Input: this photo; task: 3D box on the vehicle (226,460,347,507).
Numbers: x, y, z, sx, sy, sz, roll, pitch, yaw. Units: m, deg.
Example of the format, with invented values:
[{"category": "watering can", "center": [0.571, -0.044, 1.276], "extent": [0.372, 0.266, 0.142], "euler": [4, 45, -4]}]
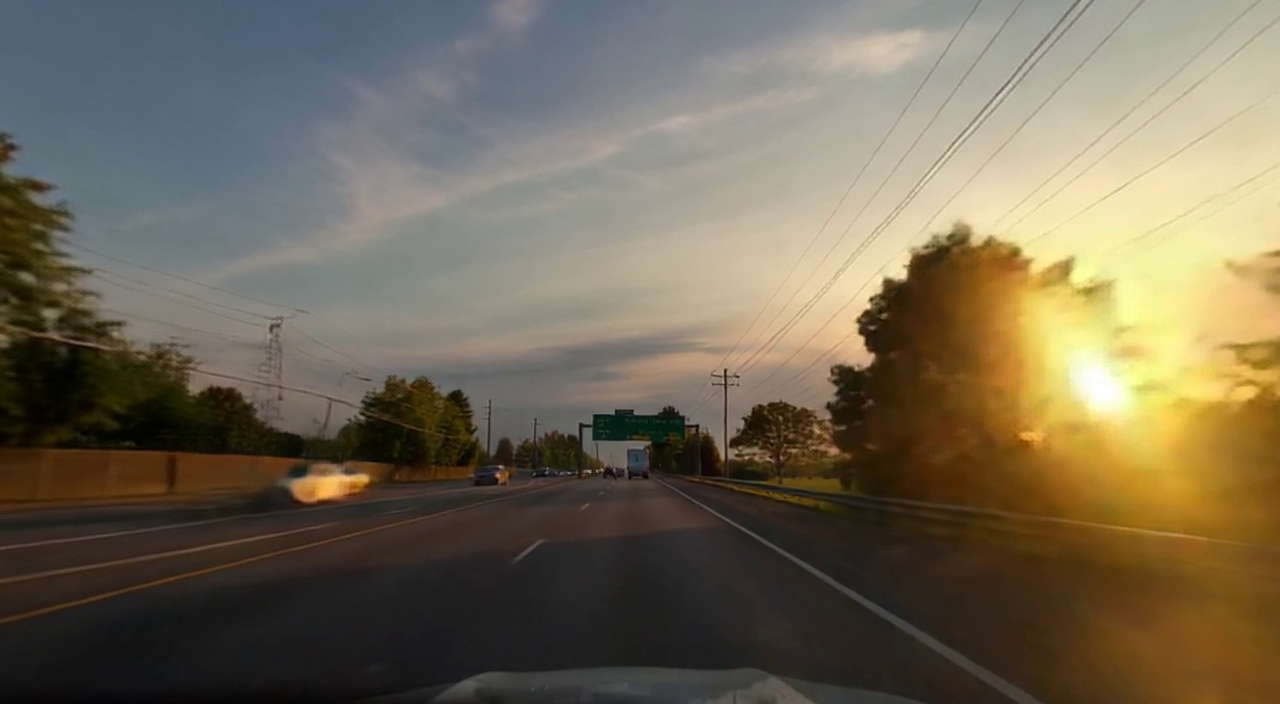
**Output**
[{"category": "vehicle", "center": [-11.980, 4.471, 21.667], "extent": [1.877, 1.429, 3.879], "euler": [1, -10, 0]}]

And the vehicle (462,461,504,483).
[{"category": "vehicle", "center": [-12.020, 9.219, 48.505], "extent": [1.887, 1.528, 4.789], "euler": [1, -10, 1]}]
